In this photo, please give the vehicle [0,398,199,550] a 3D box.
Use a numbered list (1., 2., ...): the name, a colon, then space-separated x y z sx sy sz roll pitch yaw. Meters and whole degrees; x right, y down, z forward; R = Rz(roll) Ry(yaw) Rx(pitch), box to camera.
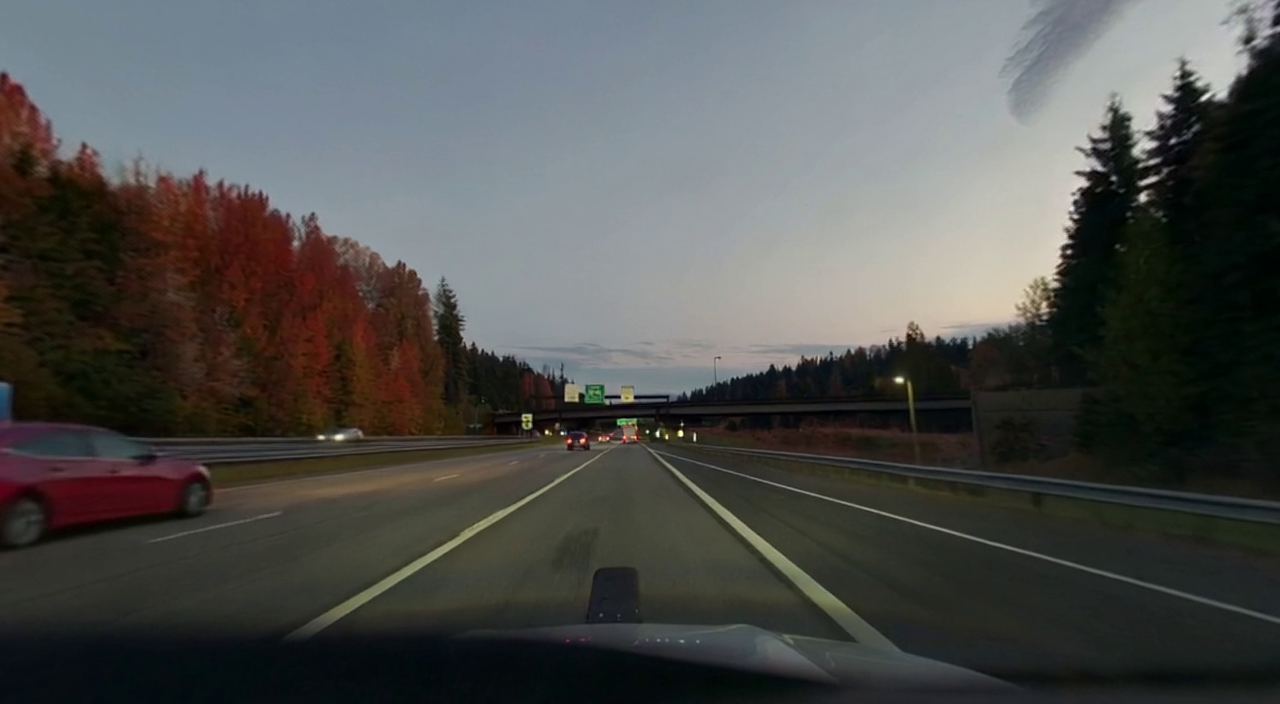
1. vehicle: -8.090 1.457 7.754 1.987 1.677 4.580 0 -8 -1
